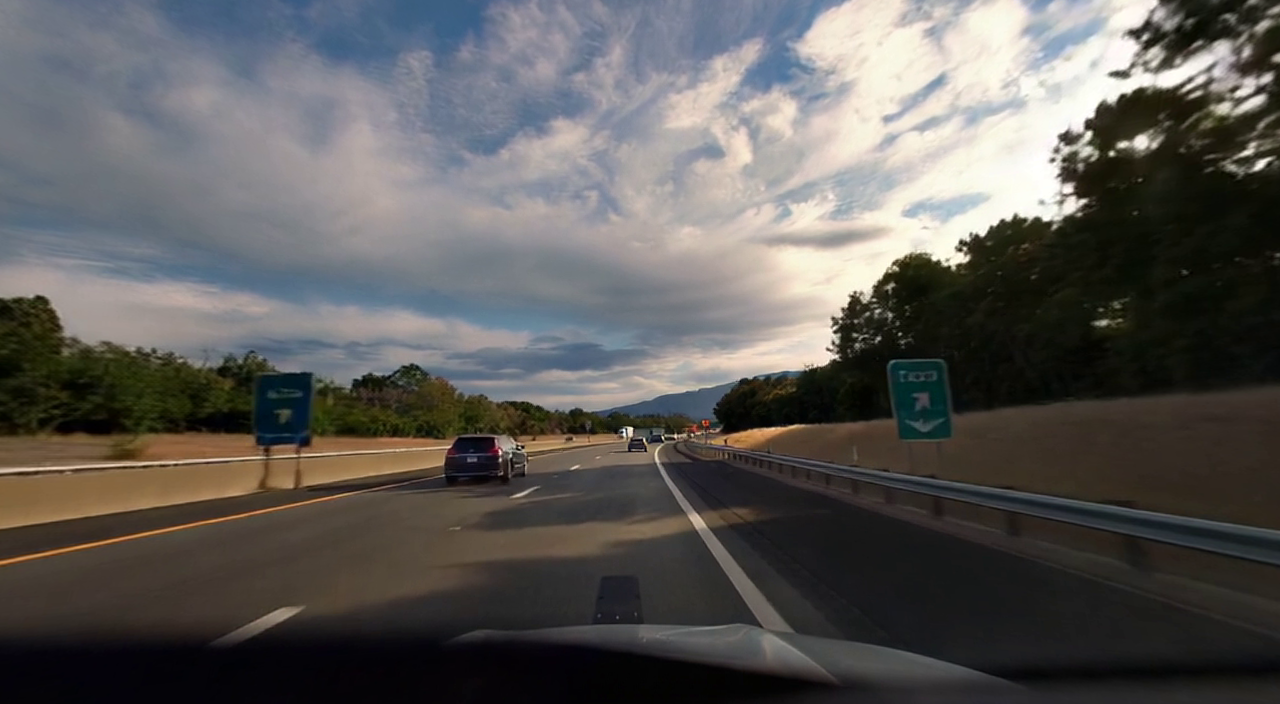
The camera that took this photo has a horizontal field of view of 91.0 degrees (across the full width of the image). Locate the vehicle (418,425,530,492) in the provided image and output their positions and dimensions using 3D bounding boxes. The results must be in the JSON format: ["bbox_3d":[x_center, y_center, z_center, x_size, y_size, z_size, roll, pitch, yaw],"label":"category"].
[{"bbox_3d":[-4.616,3.035,18.275,2.075,1.653,4.317,-1,-8,0],"label":"vehicle"}]
